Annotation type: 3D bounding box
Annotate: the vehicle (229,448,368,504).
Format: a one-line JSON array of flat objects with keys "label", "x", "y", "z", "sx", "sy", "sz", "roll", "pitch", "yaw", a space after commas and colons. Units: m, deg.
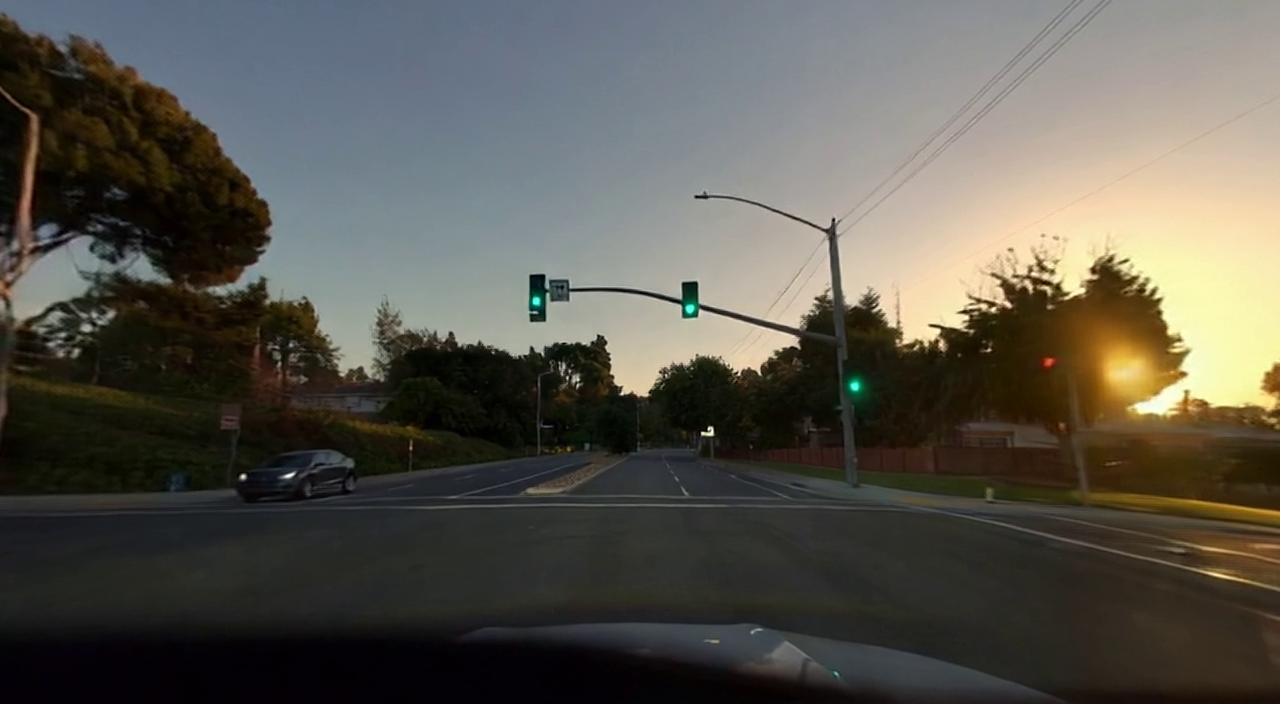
[{"label": "vehicle", "x": -10.465, "y": 3.794, "z": 19.778, "sx": 1.983, "sy": 1.482, "sz": 4.190, "roll": 0, "pitch": -8, "yaw": 1}]
